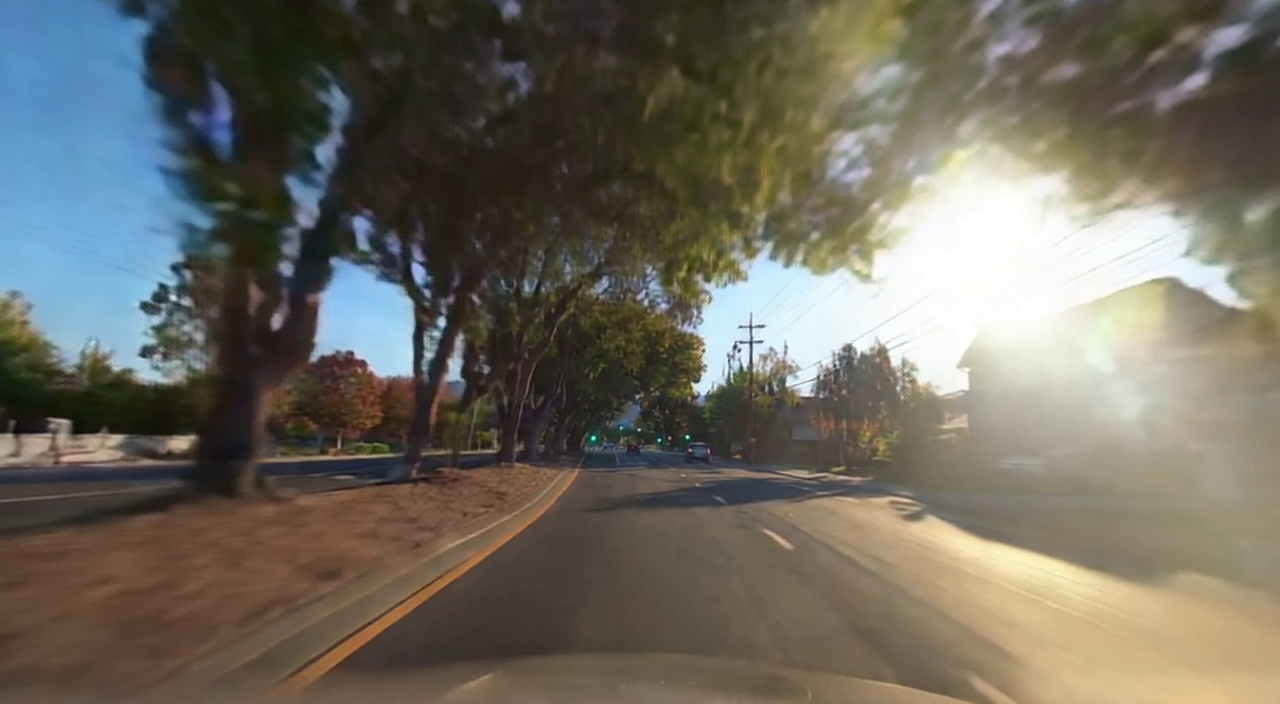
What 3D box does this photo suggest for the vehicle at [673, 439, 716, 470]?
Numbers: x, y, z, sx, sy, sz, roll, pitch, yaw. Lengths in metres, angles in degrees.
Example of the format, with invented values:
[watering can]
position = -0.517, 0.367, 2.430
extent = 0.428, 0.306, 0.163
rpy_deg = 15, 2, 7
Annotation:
[vehicle]
position = 3.357, 6.384, 39.577
extent = 2.240, 1.781, 4.433
rpy_deg = 0, -8, -1
